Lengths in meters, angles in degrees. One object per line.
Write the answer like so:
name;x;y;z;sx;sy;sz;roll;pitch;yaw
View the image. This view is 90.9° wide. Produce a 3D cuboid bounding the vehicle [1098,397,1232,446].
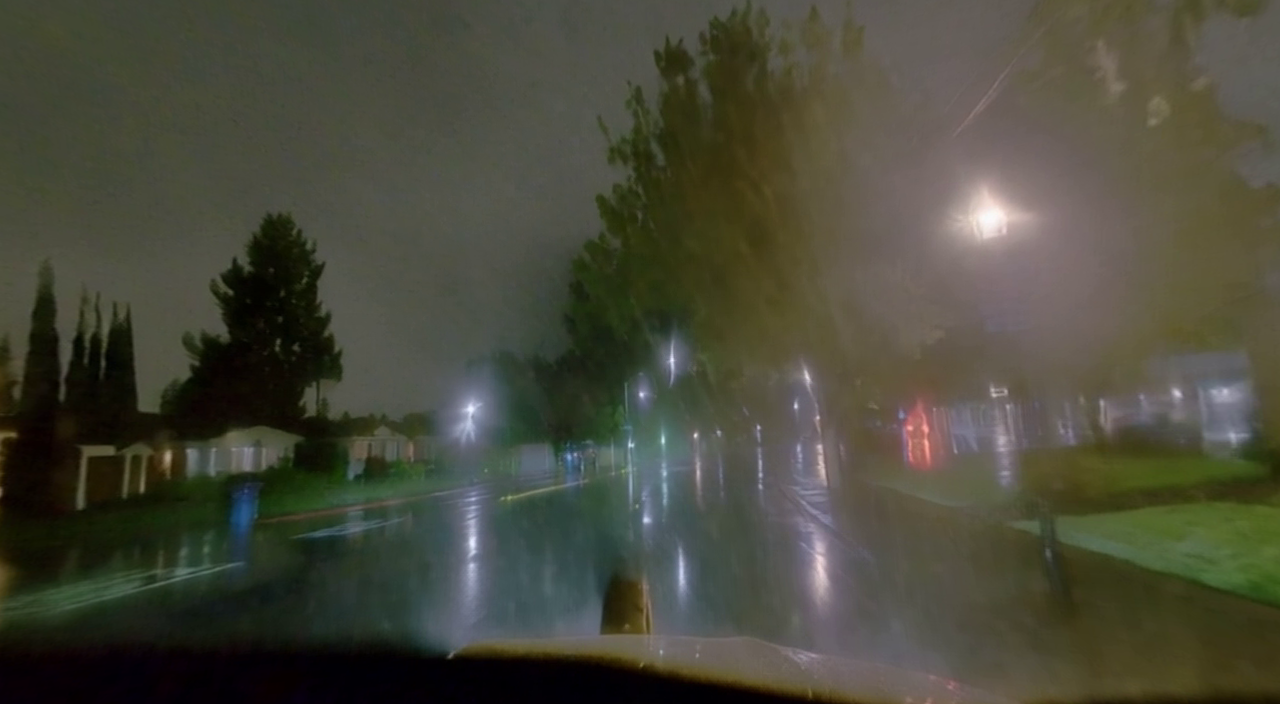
vehicle;18.956;2.620;23.080;1.806;1.481;4.671;-6;-10;14
